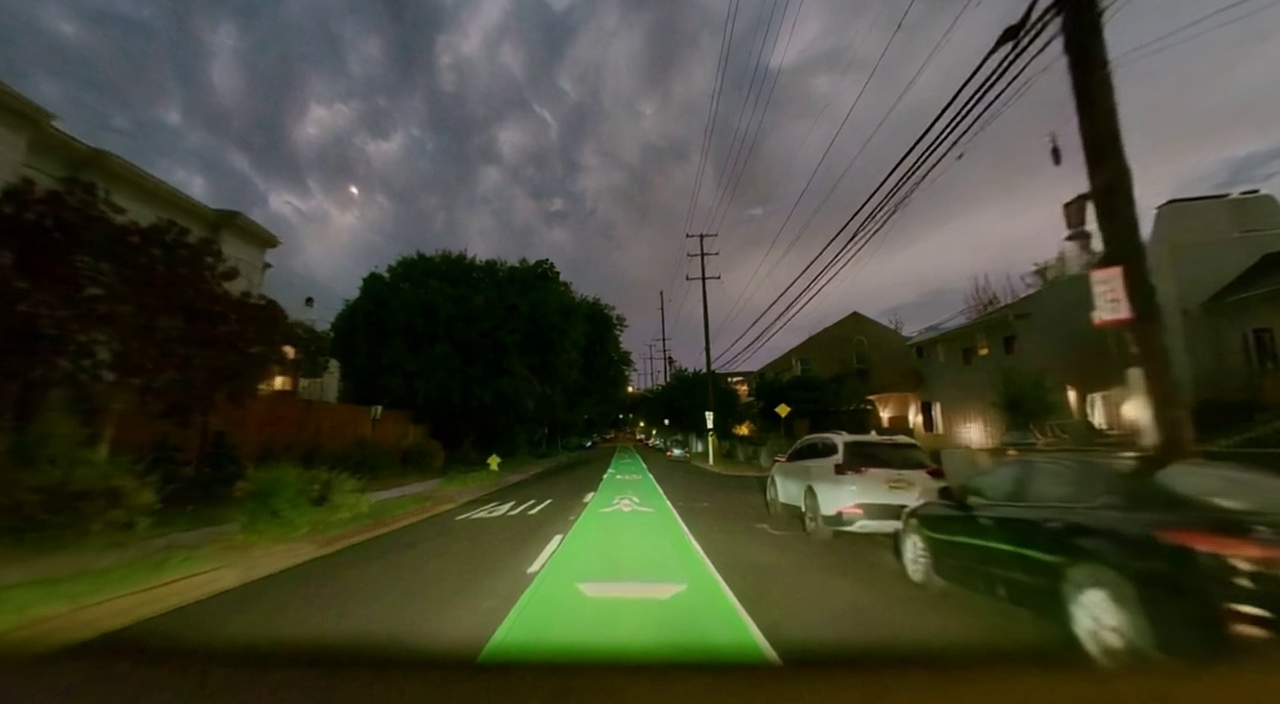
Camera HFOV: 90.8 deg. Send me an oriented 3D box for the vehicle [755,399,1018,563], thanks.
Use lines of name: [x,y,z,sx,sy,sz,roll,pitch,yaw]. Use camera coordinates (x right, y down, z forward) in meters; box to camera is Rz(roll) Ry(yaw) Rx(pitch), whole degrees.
vehicle: [3.415,2.032,10.036,2.054,1.879,4.717,3,-12,-3]

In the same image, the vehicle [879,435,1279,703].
vehicle: [3.666,1.424,4.723,1.981,1.512,4.144,0,-9,-2]
